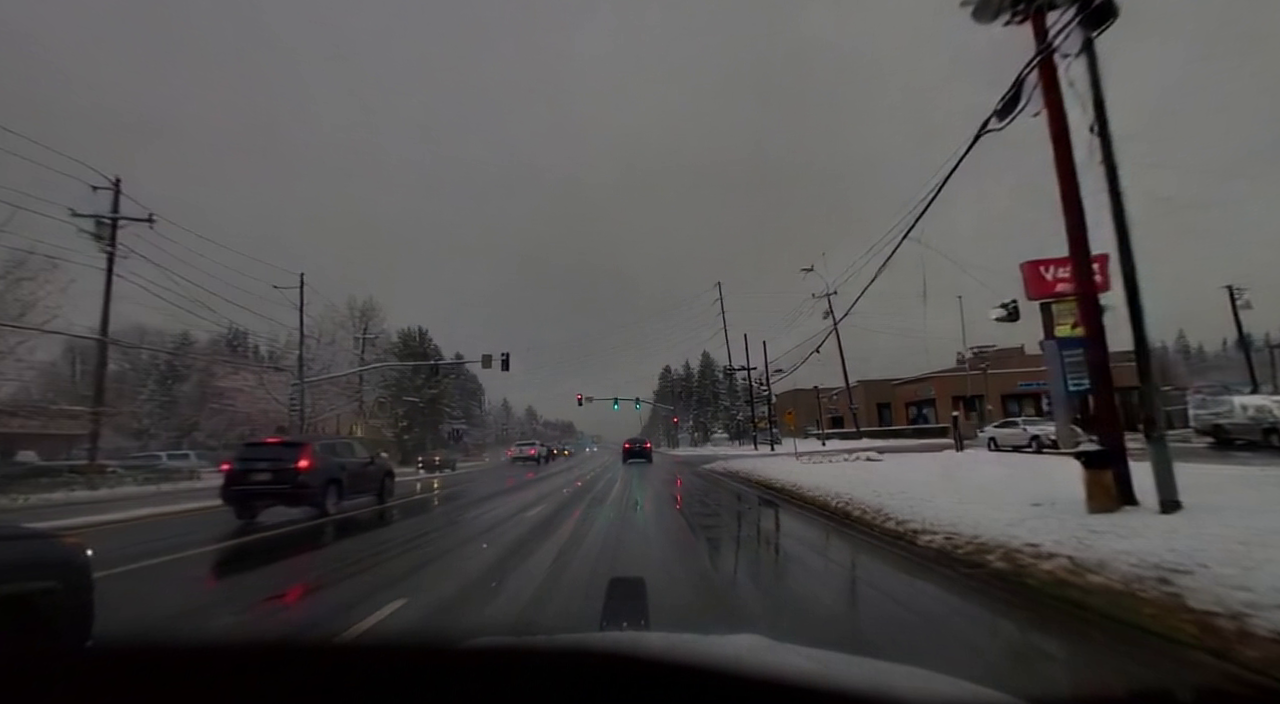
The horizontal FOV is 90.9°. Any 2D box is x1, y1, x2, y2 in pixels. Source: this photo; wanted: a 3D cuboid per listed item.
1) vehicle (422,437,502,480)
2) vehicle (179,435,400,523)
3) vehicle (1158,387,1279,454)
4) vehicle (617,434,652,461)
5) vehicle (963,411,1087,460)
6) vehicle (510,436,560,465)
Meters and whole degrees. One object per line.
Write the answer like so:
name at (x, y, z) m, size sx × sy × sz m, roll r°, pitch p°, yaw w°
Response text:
vehicle at (-6.778, 4.092, 24.537) m, size 1.804 × 1.513 × 4.191 m, roll 0°, pitch -8°, yaw 1°
vehicle at (-6.778, 2.465, 12.888) m, size 1.960 × 1.468 × 4.345 m, roll 0°, pitch -8°, yaw 1°
vehicle at (23.566, 2.674, 24.438) m, size 2.314 × 2.302 × 5.730 m, roll -4°, pitch -8°, yaw 5°
vehicle at (-0.311, 6.376, 42.181) m, size 2.211 × 1.717 × 4.379 m, roll 0°, pitch -8°, yaw 1°
vehicle at (15.851, 3.503, 26.343) m, size 2.116 × 1.849 × 4.806 m, roll 0°, pitch -8°, yaw 0°
vehicle at (-6.323, 6.001, 38.537) m, size 2.130 × 1.636 × 4.427 m, roll 0°, pitch -8°, yaw 2°
